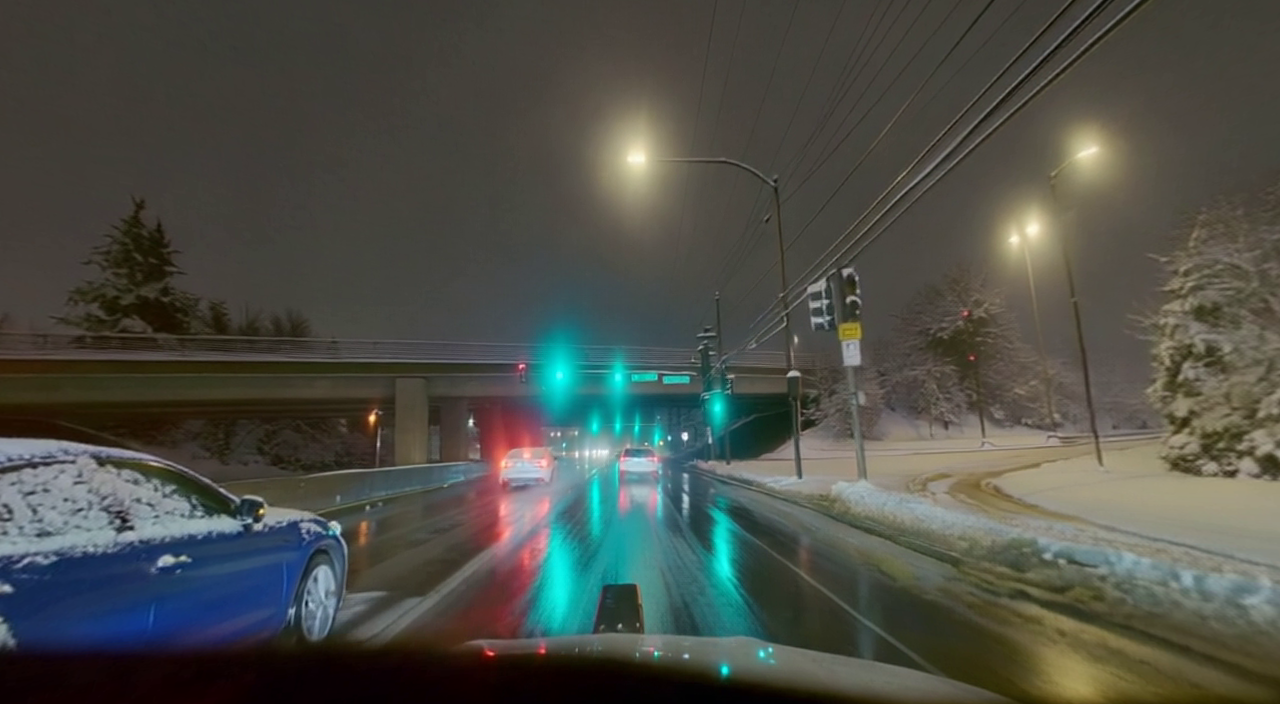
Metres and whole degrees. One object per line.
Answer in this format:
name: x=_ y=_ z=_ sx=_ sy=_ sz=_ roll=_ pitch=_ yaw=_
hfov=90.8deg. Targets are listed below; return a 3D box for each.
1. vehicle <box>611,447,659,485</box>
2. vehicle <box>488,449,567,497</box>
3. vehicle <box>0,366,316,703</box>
vehicle: x=-0.247 y=5.106 z=28.588 sx=1.985 sy=1.565 sz=3.968 roll=0 pitch=-8 yaw=-1
vehicle: x=-3.758 y=4.101 z=21.770 sx=1.946 sy=1.437 sz=4.154 roll=0 pitch=-8 yaw=0
vehicle: x=-3.498 y=0.928 z=2.694 sx=1.925 sy=1.666 sz=4.271 roll=0 pitch=-8 yaw=0
